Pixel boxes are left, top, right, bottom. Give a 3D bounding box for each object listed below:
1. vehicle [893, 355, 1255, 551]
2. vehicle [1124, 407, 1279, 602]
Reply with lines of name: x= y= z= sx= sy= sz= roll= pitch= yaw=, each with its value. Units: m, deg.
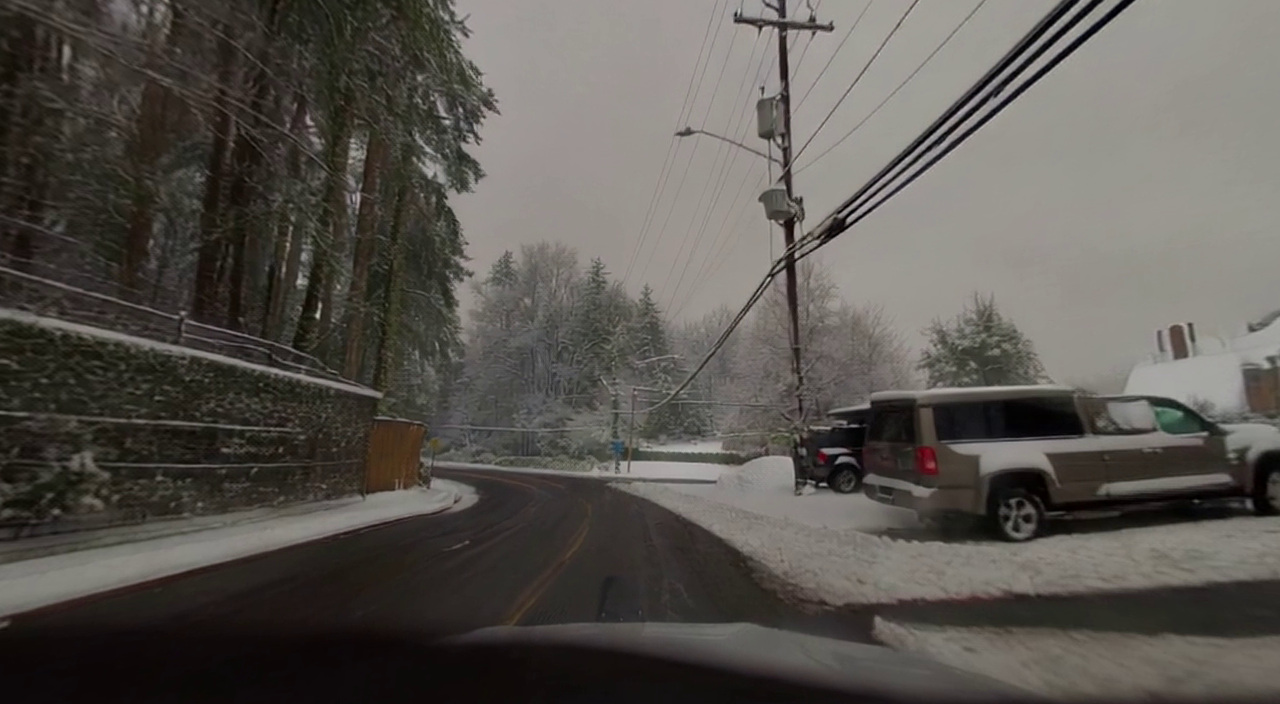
vehicle: x=6.784 y=1.615 z=9.823 sx=5.269 sy=2.289 sz=2.446 roll=7 pitch=-13 yaw=-31
vehicle: x=7.011 y=1.361 z=6.491 sx=4.156 sy=1.502 sz=1.577 roll=0 pitch=-7 yaw=-30
